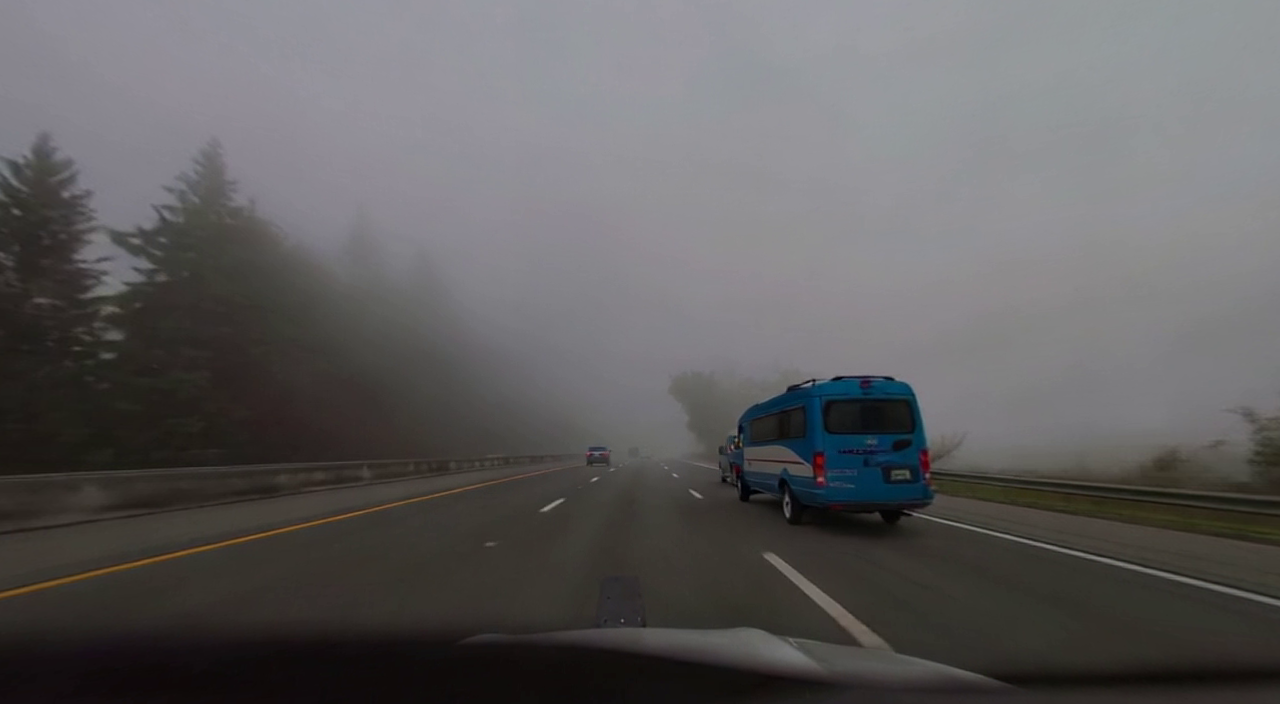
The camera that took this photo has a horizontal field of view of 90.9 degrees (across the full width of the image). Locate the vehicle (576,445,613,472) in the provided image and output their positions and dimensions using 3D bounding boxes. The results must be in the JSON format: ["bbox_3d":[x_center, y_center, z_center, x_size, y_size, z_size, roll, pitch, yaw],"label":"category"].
[{"bbox_3d":[-2.934,7.052,41.878,2.020,1.619,4.690,0,-9,1],"label":"vehicle"}]

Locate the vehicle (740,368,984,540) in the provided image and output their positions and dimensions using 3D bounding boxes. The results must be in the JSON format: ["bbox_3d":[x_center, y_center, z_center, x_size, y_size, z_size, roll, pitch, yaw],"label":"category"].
[{"bbox_3d":[3.961,2.074,13.087,2.614,2.655,6.429,0,-9,-1],"label":"vehicle"}]
